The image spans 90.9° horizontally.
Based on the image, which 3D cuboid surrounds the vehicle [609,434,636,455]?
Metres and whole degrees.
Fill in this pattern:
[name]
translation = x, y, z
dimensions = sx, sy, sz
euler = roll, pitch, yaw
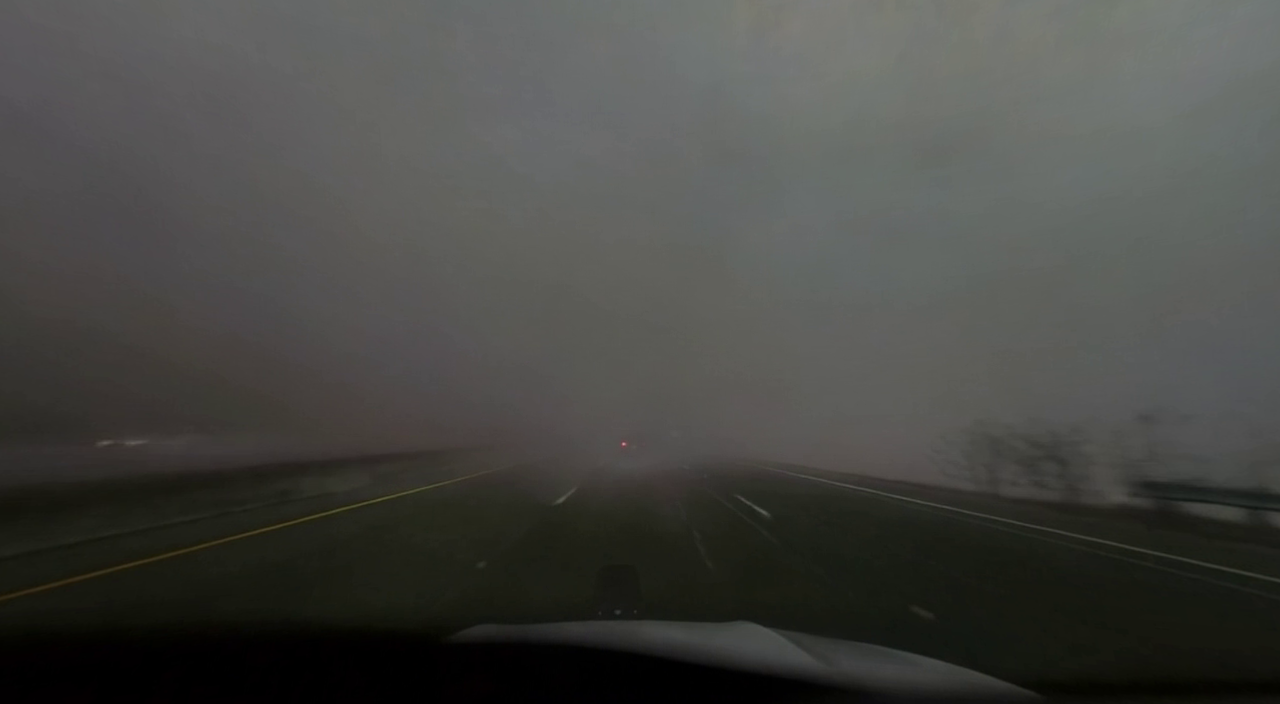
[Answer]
[vehicle]
translation = -1.335, 7.089, 48.628
dimensions = 1.993, 1.519, 4.046
euler = 0, -8, -1
